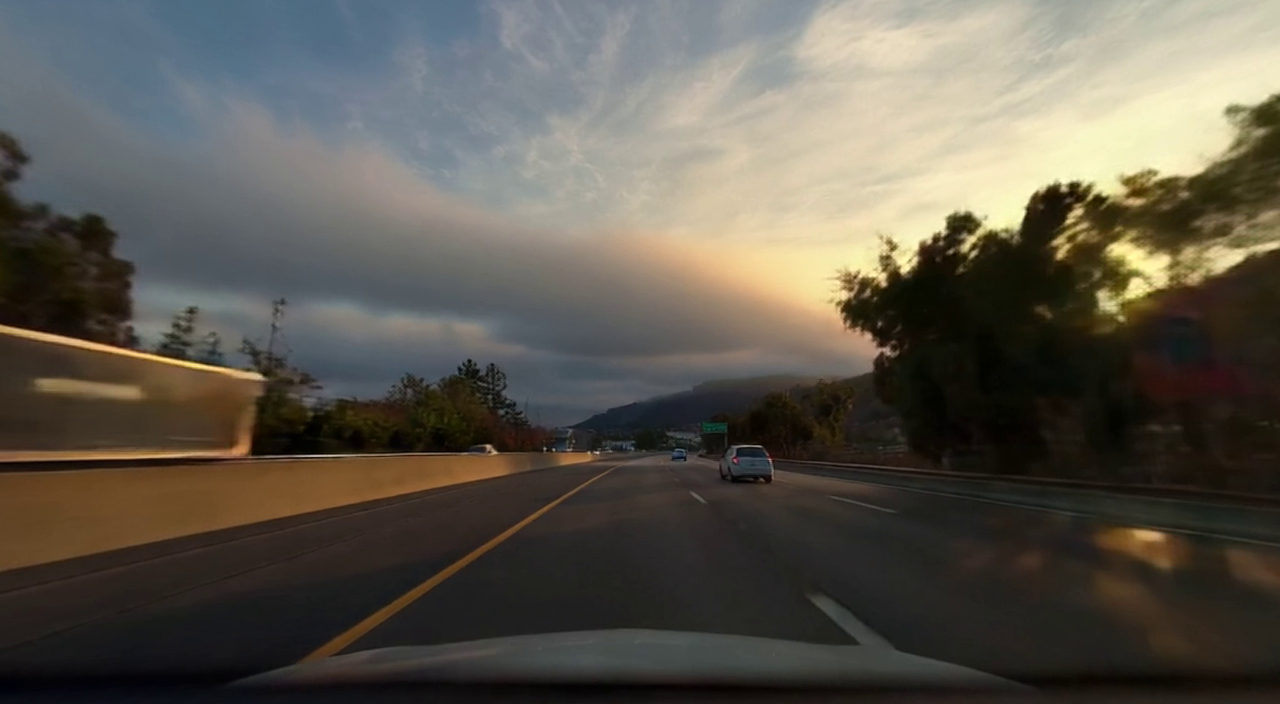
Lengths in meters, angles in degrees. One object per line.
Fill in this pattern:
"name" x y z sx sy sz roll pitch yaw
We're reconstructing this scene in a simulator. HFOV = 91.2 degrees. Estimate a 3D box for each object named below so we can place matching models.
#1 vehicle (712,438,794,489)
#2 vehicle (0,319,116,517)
"vehicle" 4.002 4.050 23.090 2.089 1.660 4.729 0 -9 -1
"vehicle" -13.421 0.831 9.085 3.064 3.642 9.893 0 -9 0
